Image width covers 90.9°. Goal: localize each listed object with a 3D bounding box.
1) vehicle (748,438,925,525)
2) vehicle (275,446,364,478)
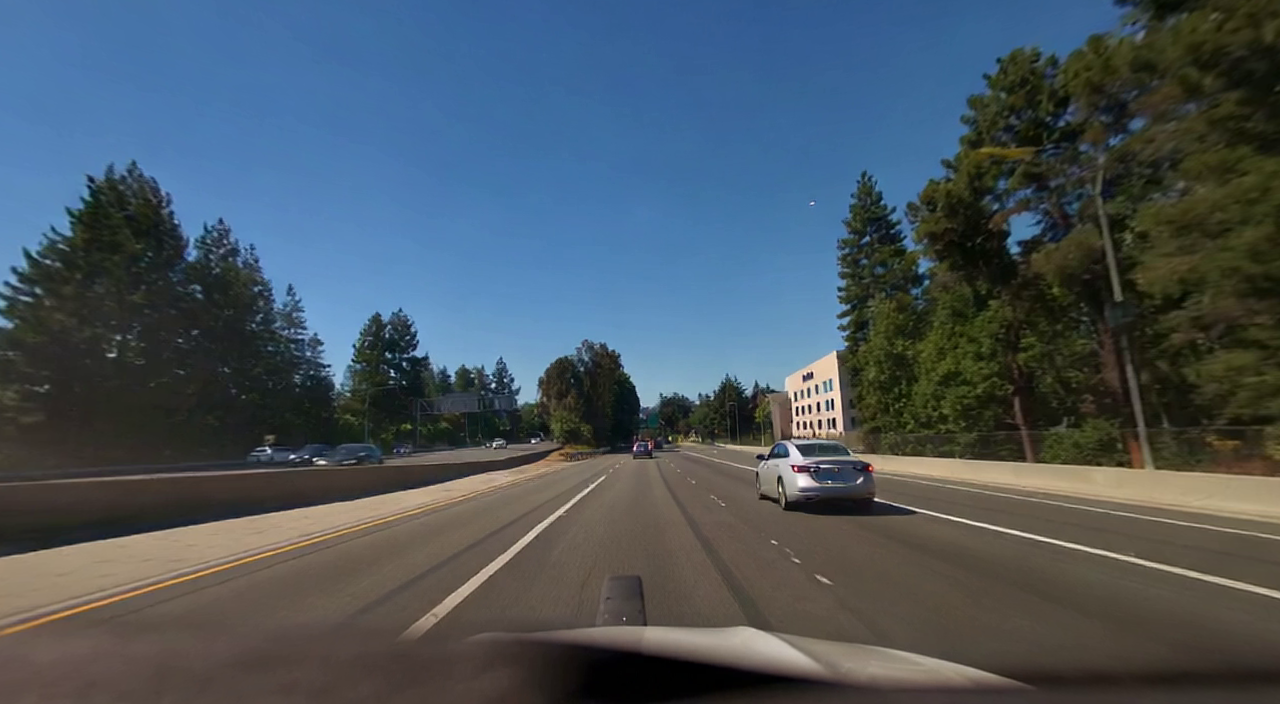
[{"bbox_3d":[3.659,2.481,12.723,2.069,1.431,4.313,0,-8,-2],"label":"vehicle"},{"bbox_3d":[-16.309,5.575,32.381,2.187,1.484,4.485,0,-8,0],"label":"vehicle"}]
